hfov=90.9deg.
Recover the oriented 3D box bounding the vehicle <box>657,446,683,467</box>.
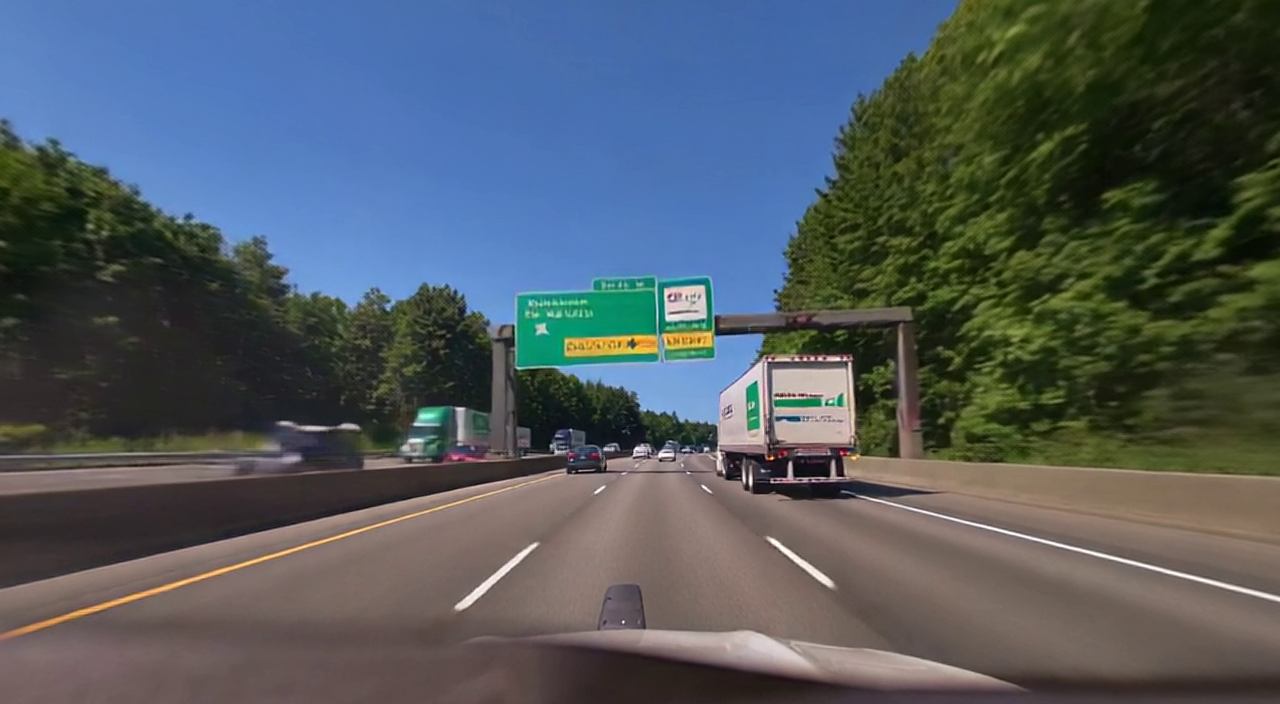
[{"bbox_3d":[2.355,8.156,49.213,1.990,1.537,3.725,0,-9,3],"label":"vehicle"}]

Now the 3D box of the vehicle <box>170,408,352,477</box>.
[{"bbox_3d":[-11.496,2.858,19.753,2.370,1.854,5.111,0,-9,2],"label":"vehicle"}]

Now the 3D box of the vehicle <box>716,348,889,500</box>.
[{"bbox_3d":[5.096,2.938,23.569,3.057,3.993,13.914,0,-9,1],"label":"vehicle"}]

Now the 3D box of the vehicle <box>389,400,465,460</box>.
[{"bbox_3d":[-14.663,5.560,43.936,2.905,3.909,5.792,-1,-9,4],"label":"vehicle"}]

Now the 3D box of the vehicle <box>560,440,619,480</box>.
[{"bbox_3d":[-2.251,5.021,29.577,2.205,1.728,4.397,0,-9,3],"label":"vehicle"}]
